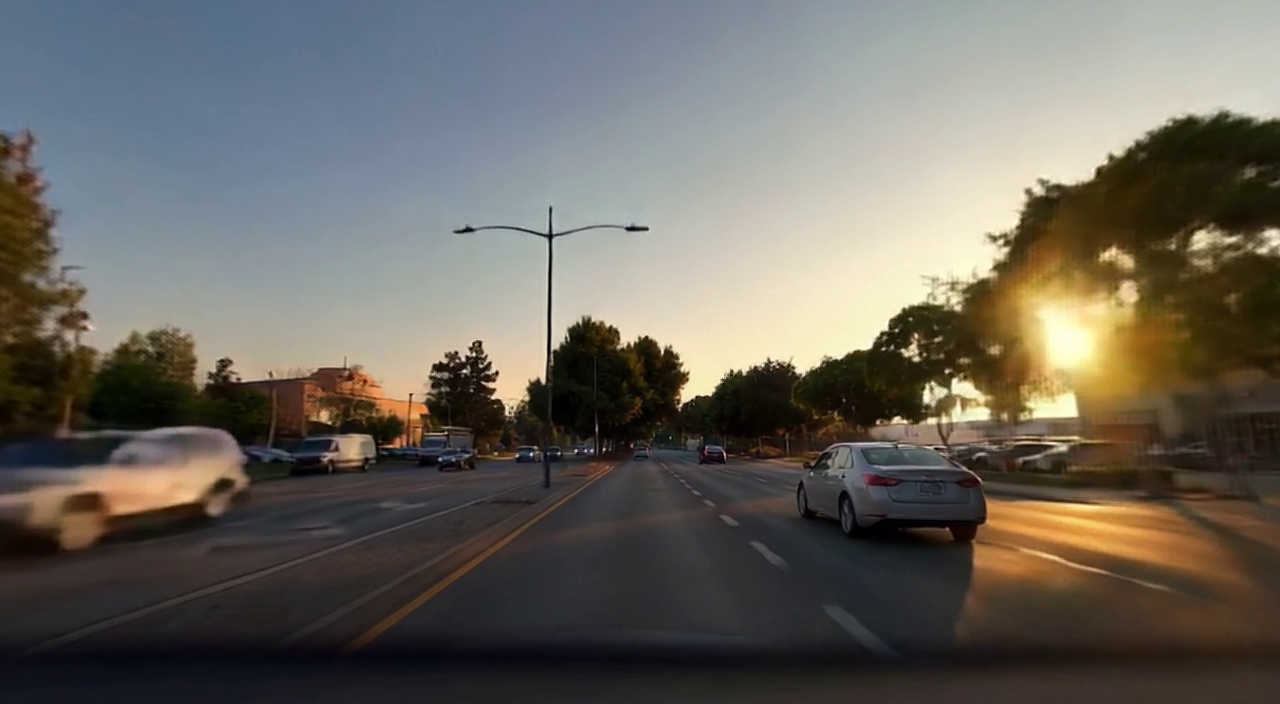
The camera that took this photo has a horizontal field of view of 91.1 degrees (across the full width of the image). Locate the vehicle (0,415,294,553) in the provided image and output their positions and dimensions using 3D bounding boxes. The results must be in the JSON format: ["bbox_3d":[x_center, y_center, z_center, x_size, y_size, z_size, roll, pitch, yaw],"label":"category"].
[{"bbox_3d":[-8.553,2.149,10.989,2.156,1.838,4.945,0,-9,0],"label":"vehicle"}]

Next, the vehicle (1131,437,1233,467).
[{"bbox_3d":[32.186,5.931,37.347,4.394,1.681,2.009,1,-8,-5],"label":"vehicle"}]

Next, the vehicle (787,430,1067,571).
[{"bbox_3d":[3.605,1.930,8.998,1.935,1.501,4.384,0,-8,0],"label":"vehicle"}]

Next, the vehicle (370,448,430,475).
[{"bbox_3d":[-15.134,6.922,39.925,1.936,1.612,4.585,0,-8,1],"label":"vehicle"}]

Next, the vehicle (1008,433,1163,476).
[{"bbox_3d":[17.543,4.042,24.907,4.537,1.629,2.094,0,-9,-1],"label":"vehicle"}]

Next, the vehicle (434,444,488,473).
[{"bbox_3d":[-11.774,7.010,41.615,2.145,1.807,4.486,0,-9,1],"label":"vehicle"}]
